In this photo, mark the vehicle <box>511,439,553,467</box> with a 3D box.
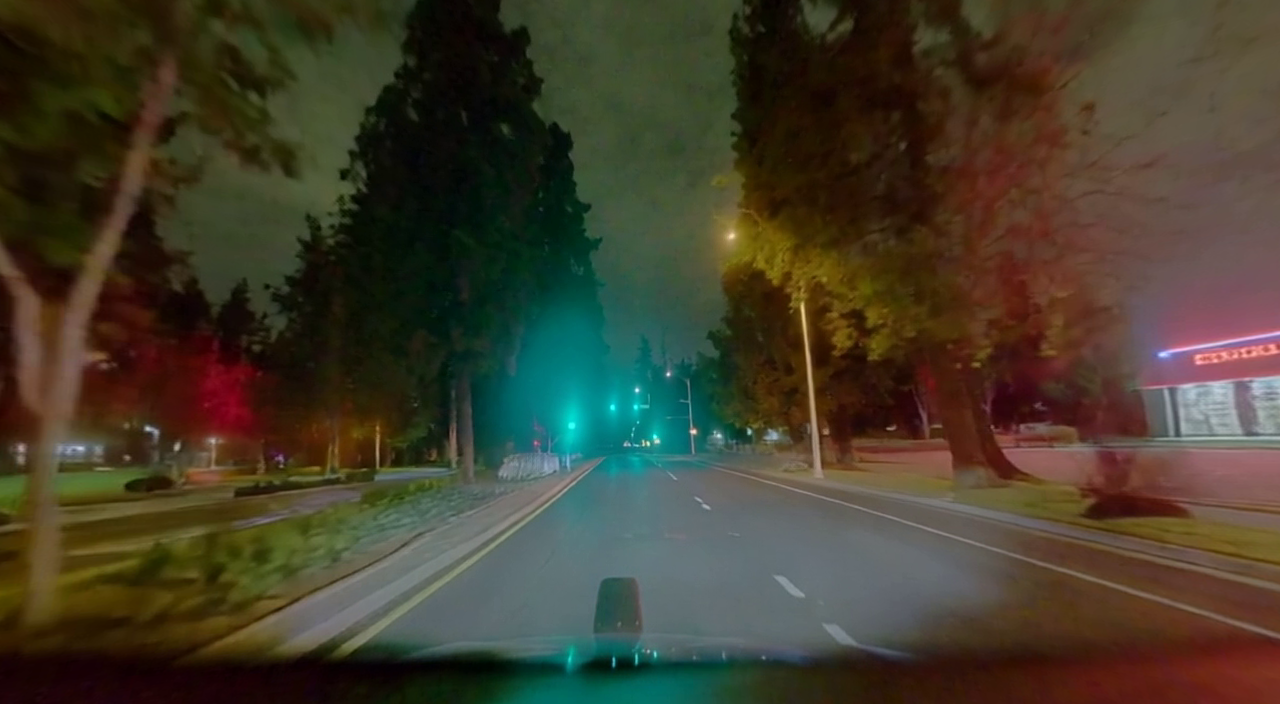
[{"bbox_3d":[-7.876,7.432,46.430,2.176,1.850,4.909,-2,-8,0],"label":"vehicle"}]
